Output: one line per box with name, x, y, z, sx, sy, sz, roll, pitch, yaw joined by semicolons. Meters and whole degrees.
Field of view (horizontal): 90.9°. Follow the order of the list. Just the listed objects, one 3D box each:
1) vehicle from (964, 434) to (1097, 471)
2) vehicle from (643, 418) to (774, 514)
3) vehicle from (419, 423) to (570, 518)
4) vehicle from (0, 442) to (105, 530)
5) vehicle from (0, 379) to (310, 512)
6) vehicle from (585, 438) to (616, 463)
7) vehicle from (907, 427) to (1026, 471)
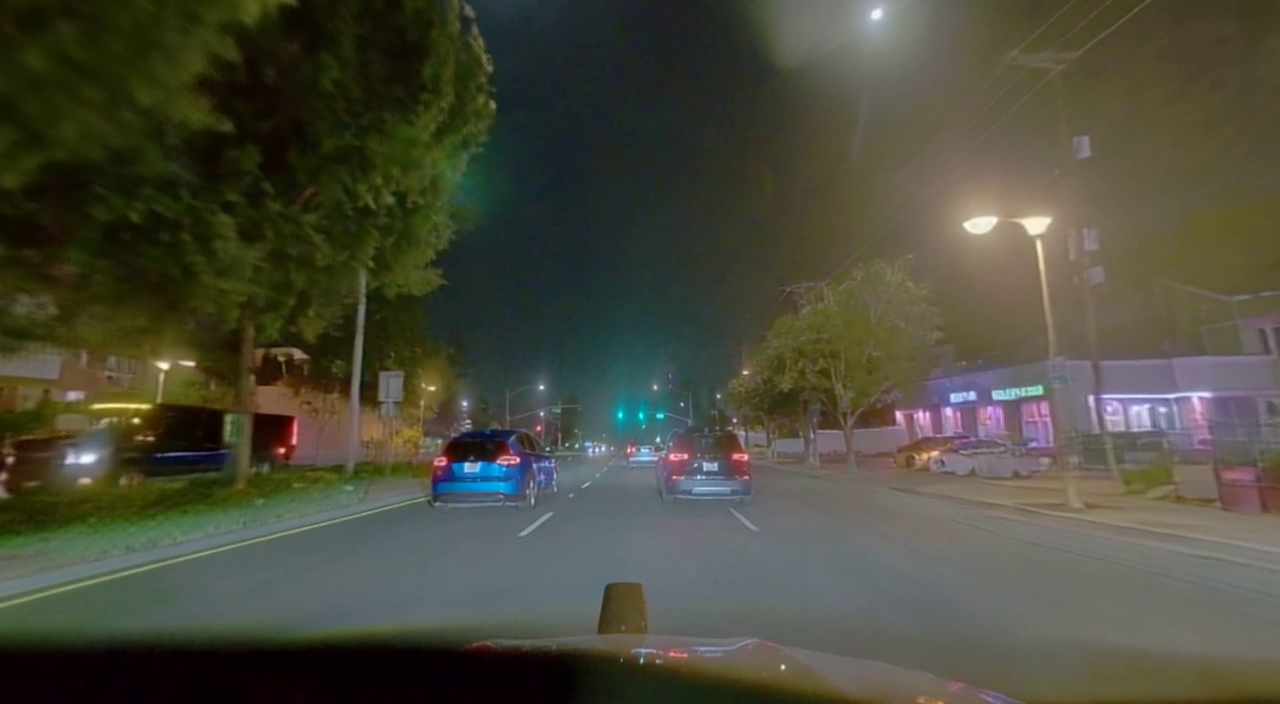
vehicle;19.222;4.966;31.339;2.320;1.592;5.103;2;-8;-24
vehicle;1.285;2.454;13.940;2.280;1.747;4.361;0;-9;-2
vehicle;-2.882;2.494;13.735;2.043;1.687;4.676;-1;-9;2
vehicle;-11.928;2.259;10.516;1.923;1.490;4.501;-1;-9;2
vehicle;-15.077;3.055;20.524;2.901;3.276;9.720;-1;-9;4
vehicle;-2.909;7.393;47.190;2.014;1.755;4.360;0;-9;1
vehicle;15.966;4.720;31.135;2.032;1.877;4.876;1;-7;-25
